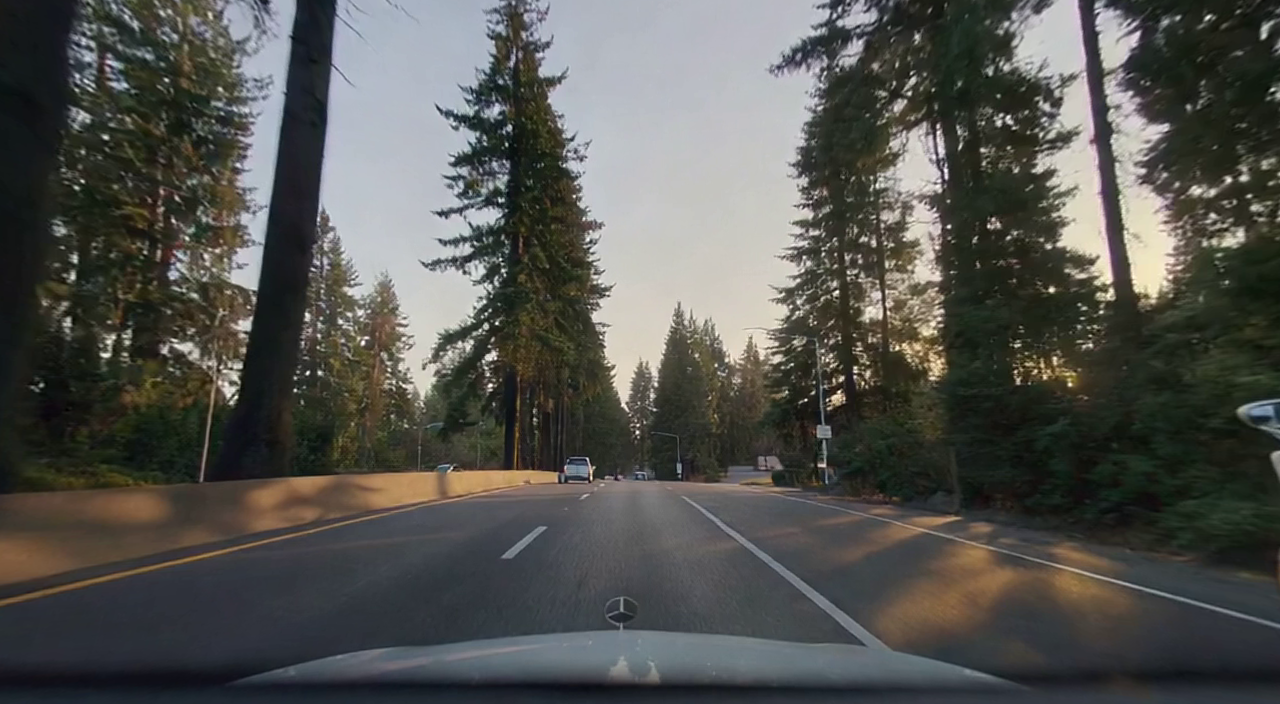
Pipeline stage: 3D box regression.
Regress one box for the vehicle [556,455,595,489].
[{"bbox_3d":[-4.591,8.616,45.802,2.323,2.252,4.808,0,-9,-1],"label":"vehicle"}]
